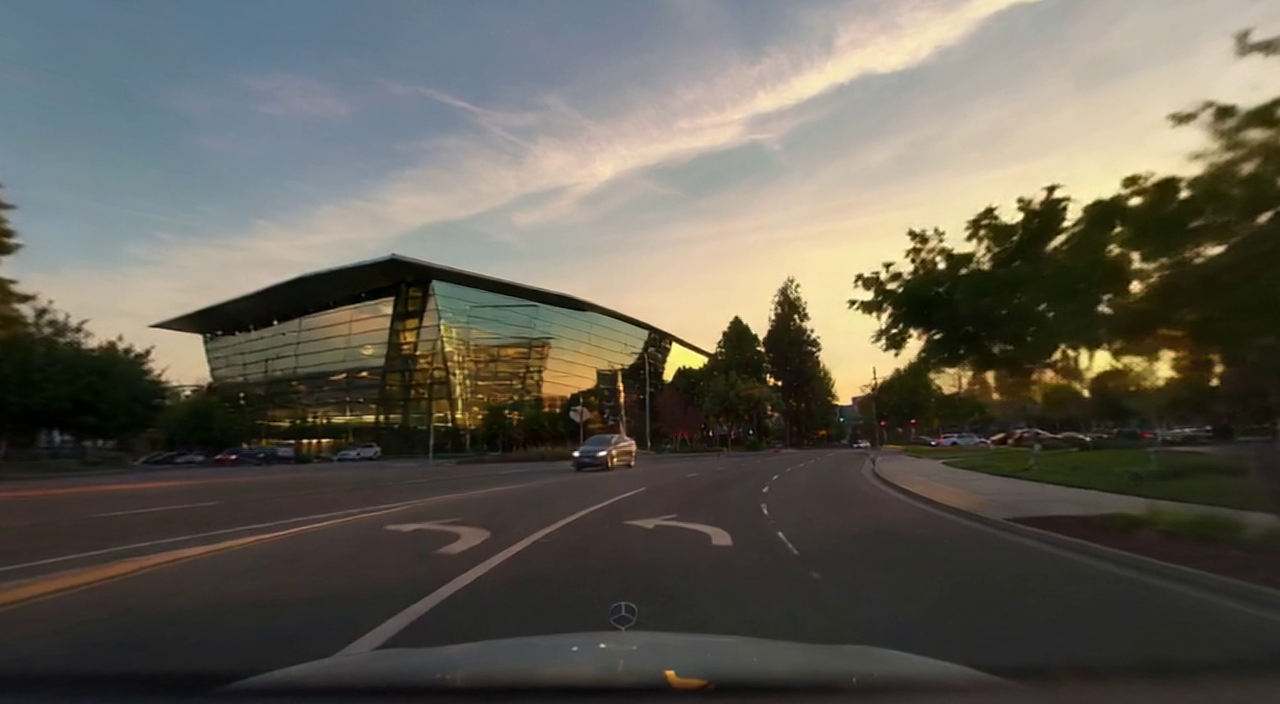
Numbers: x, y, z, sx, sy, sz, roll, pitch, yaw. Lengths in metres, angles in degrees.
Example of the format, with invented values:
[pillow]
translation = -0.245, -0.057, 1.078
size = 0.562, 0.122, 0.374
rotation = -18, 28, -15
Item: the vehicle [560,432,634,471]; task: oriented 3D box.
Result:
[vehicle]
translation = -1.937, 4.718, 30.115
size = 2.117, 1.683, 4.565
rotation = -3, -9, 16
